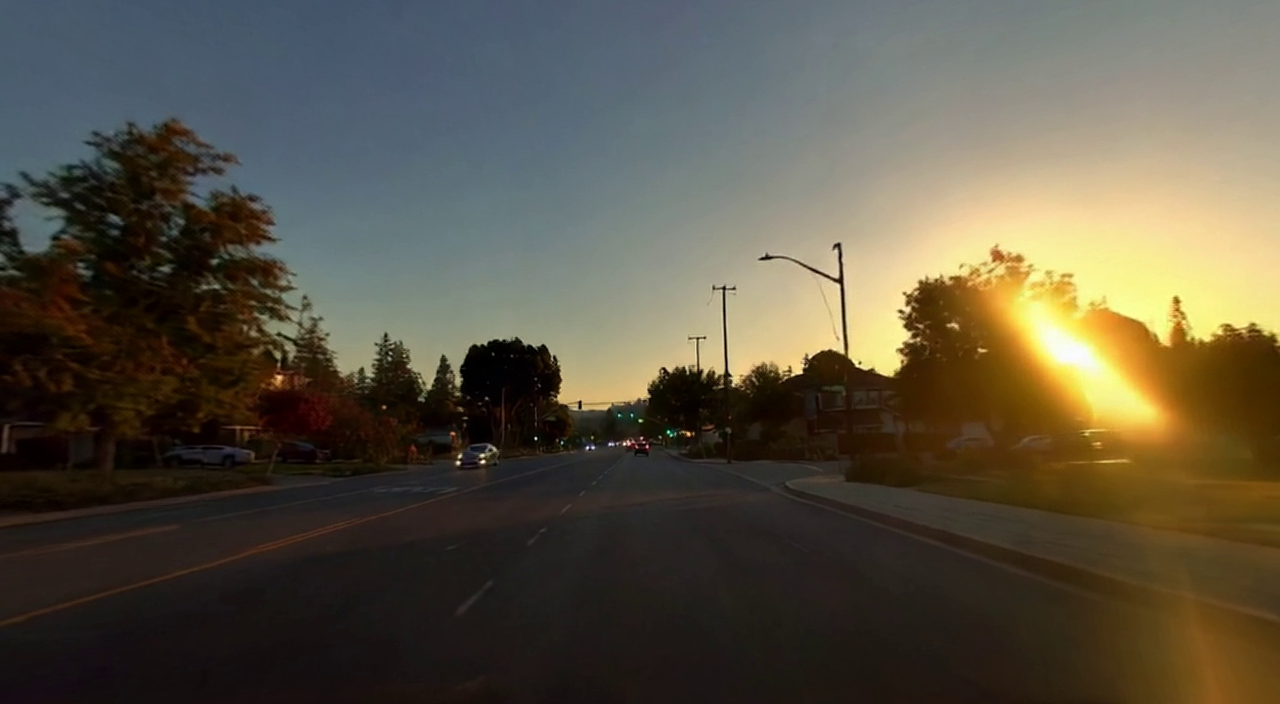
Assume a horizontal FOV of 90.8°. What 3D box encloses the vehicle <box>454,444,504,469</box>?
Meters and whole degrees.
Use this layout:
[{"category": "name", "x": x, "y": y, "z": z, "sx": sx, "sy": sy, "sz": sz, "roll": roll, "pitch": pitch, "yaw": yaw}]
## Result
[{"category": "vehicle", "x": -10.495, "y": 6.790, "z": 41.433, "sx": 2.022, "sy": 1.536, "sz": 4.629, "roll": 0, "pitch": -8, "yaw": 0}]
